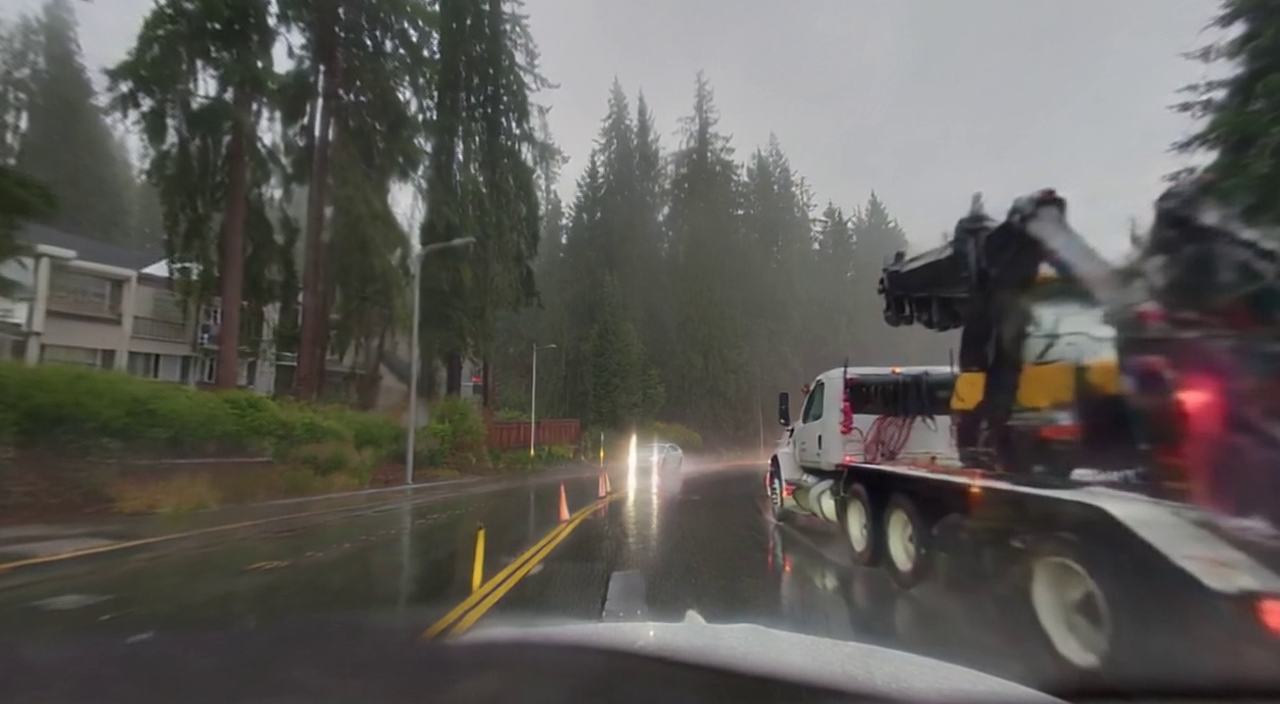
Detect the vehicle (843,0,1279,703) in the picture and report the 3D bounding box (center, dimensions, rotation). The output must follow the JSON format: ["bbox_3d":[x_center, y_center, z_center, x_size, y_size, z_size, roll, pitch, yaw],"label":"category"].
[{"bbox_3d":[3.565,0.462,4.217,2.874,2.542,4.840,0,-9,2],"label":"vehicle"}]

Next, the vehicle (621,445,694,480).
[{"bbox_3d":[0.934,5.222,30.179,1.945,1.494,4.201,-4,-10,25],"label":"vehicle"}]
